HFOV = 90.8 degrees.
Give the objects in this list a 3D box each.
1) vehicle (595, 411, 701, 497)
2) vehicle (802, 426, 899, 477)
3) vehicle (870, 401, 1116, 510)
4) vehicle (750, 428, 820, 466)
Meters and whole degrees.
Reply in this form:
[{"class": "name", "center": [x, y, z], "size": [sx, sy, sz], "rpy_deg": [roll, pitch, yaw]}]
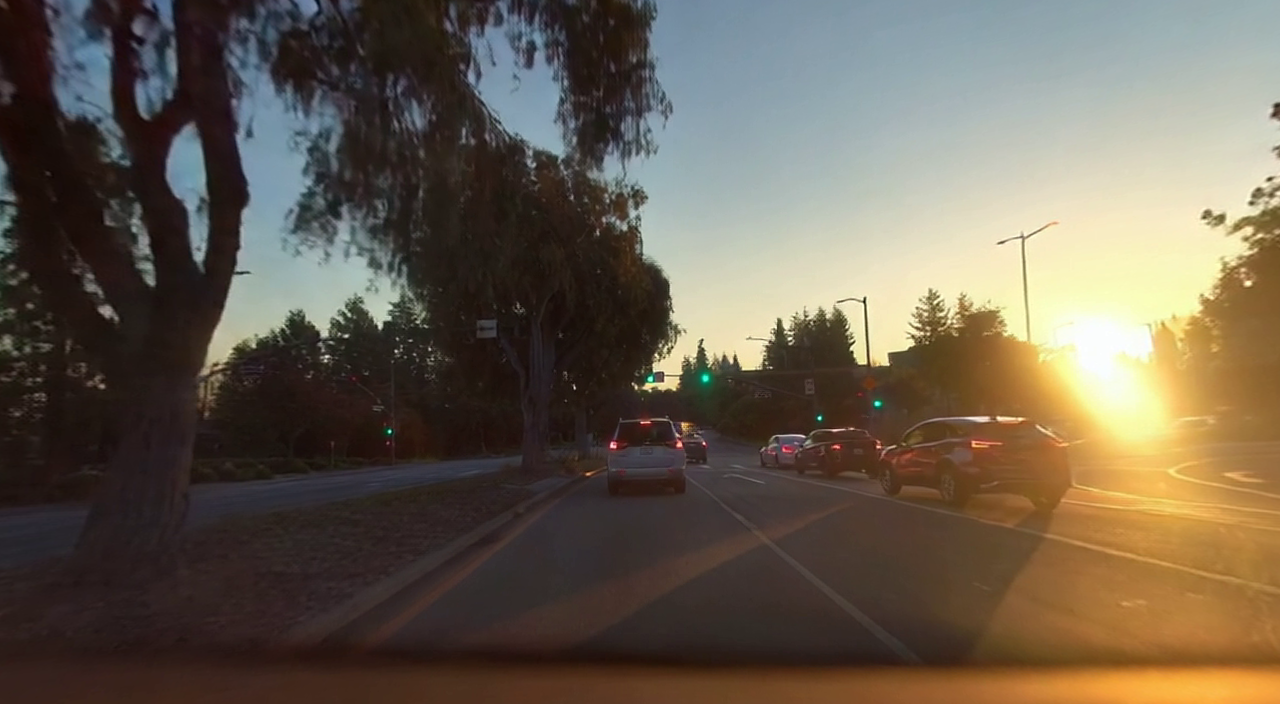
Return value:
[{"class": "vehicle", "center": [0.166, 2.570, 16.157], "size": [2.353, 1.894, 4.122], "rpy_deg": [0, -9, 0]}, {"class": "vehicle", "center": [7.360, 3.540, 22.587], "size": [2.025, 1.642, 4.189], "rpy_deg": [0, -9, 0]}, {"class": "vehicle", "center": [7.126, 2.202, 13.728], "size": [2.251, 1.873, 5.346], "rpy_deg": [0, -9, 0]}, {"class": "vehicle", "center": [7.377, 4.919, 32.803], "size": [2.440, 1.775, 4.791], "rpy_deg": [0, -9, -1]}]
